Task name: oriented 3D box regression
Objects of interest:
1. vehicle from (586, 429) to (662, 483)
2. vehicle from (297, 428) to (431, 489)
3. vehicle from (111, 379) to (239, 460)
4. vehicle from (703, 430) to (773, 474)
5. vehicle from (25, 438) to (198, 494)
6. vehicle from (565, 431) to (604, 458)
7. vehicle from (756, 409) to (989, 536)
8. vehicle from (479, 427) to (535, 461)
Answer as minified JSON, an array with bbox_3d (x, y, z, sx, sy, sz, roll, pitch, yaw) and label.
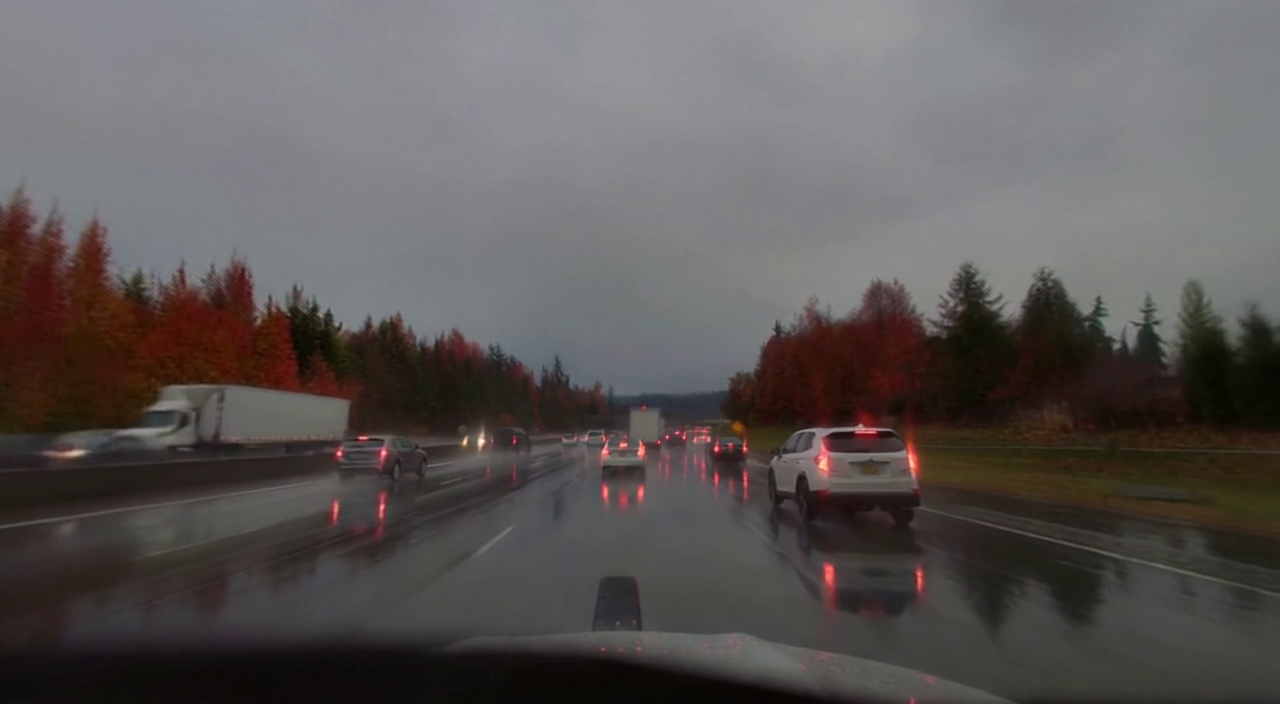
[{"bbox_3d":[-0.482,3.181,19.655,2.111,1.494,4.364,0,-8,-1],"label":"vehicle"},{"bbox_3d":[-7.567,2.930,17.707,1.934,1.526,3.966,0,-8,0],"label":"vehicle"},{"bbox_3d":[-22.959,3.394,31.314,3.144,3.727,3.852,0,-7,0],"label":"vehicle"},{"bbox_3d":[3.694,3.826,24.456,1.972,1.516,4.514,0,-8,0],"label":"vehicle"},{"bbox_3d":[-15.411,3.288,18.651,1.775,1.463,3.812,0,-8,1],"label":"vehicle"},{"bbox_3d":[-3.531,5.986,40.874,2.064,1.672,4.277,0,-8,1],"label":"vehicle"},{"bbox_3d":[3.450,1.867,10.433,2.095,1.650,4.331,0,-8,-2],"label":"vehicle"},{"bbox_3d":[-7.457,5.217,35.762,2.117,1.779,4.745,0,-8,1],"label":"vehicle"}]
